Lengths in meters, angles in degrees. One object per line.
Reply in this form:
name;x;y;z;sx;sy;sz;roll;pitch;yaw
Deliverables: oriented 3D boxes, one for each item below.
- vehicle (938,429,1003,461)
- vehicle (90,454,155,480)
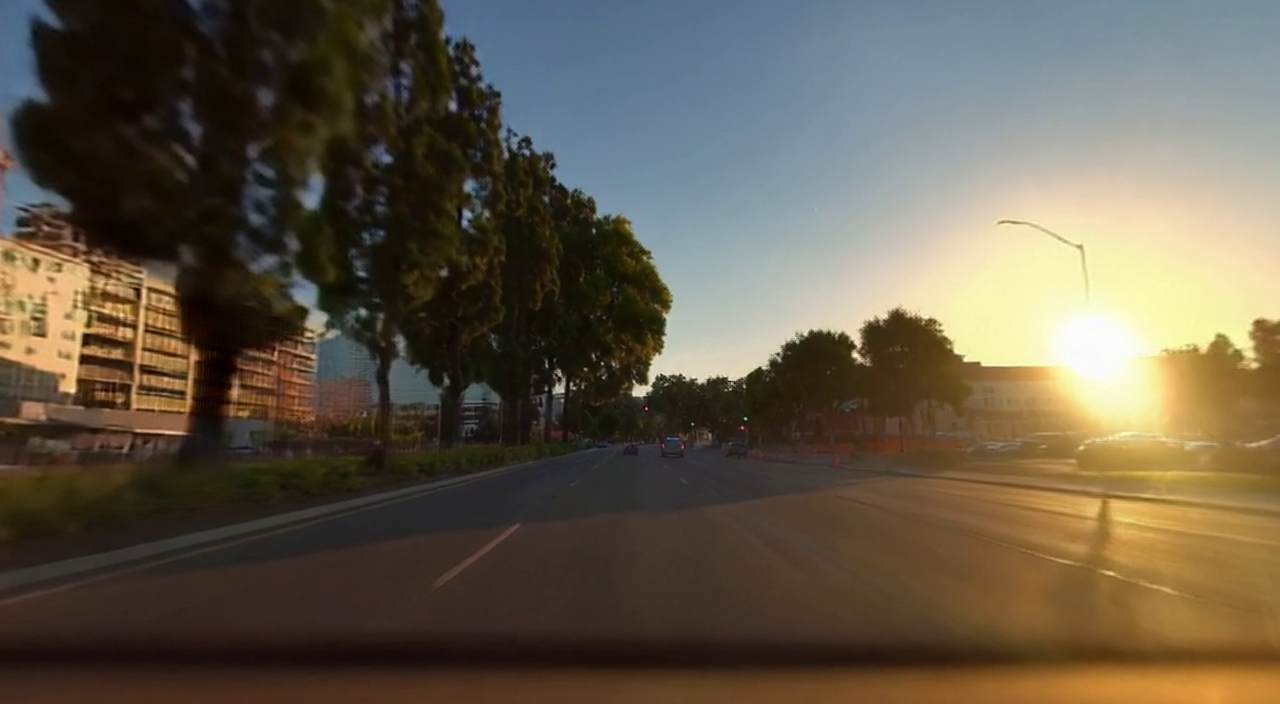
vehicle;20.499;5.760;39.481;2.222;1.742;5.231;0;-7;12
vehicle;-30.414;6.725;37.088;4.351;1.413;1.878;-7;-11;38
